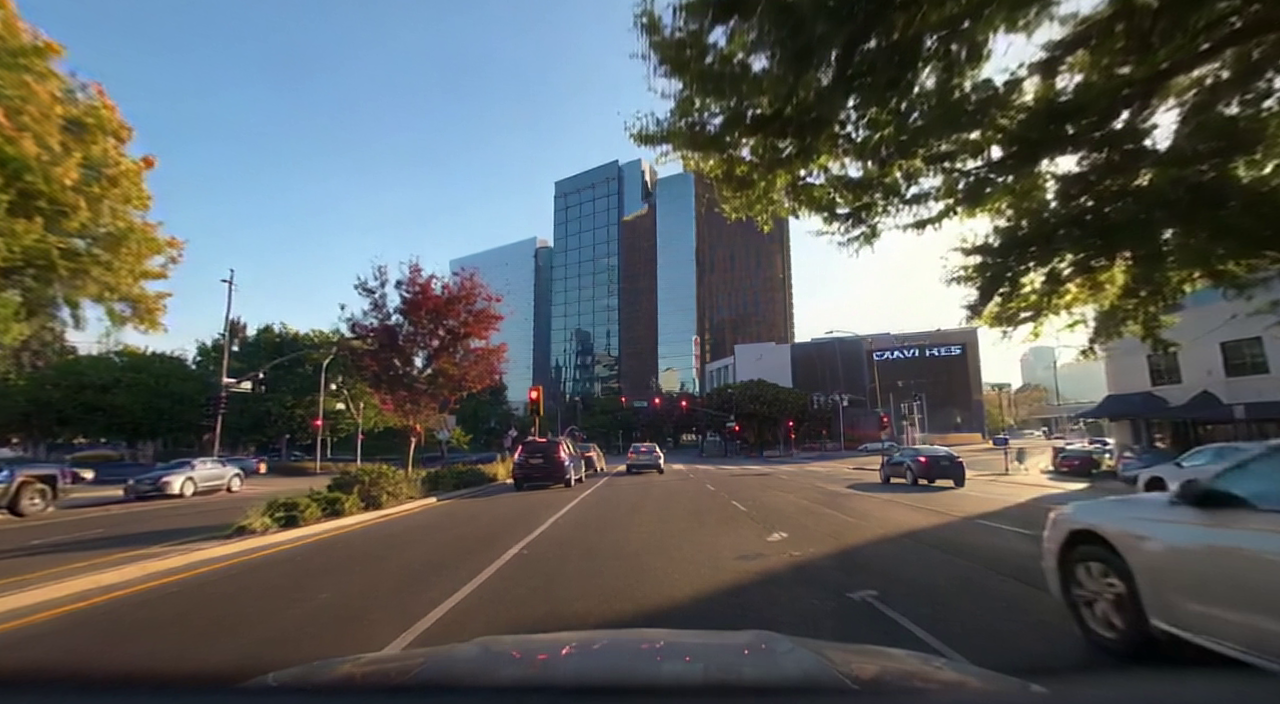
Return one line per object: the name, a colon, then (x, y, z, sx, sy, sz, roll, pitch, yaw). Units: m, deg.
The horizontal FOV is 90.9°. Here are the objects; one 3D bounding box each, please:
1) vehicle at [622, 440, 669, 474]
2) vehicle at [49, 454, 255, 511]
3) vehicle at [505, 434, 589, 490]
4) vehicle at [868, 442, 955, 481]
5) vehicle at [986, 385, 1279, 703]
vehicle: (0.247, 4.879, 29.463, 2.059, 1.477, 3.988, 0, -8, 0)
vehicle: (-13.859, 3.672, 18.043, 4.481, 1.455, 2.068, -2, -8, 10)
vehicle: (-3.000, 3.671, 21.436, 2.057, 1.678, 4.639, 0, -8, 1)
vehicle: (11.312, 4.563, 26.600, 1.935, 1.435, 4.141, 2, -8, 1)
vehicle: (3.702, 0.845, 2.263, 2.109, 1.510, 4.927, 0, -8, 0)
